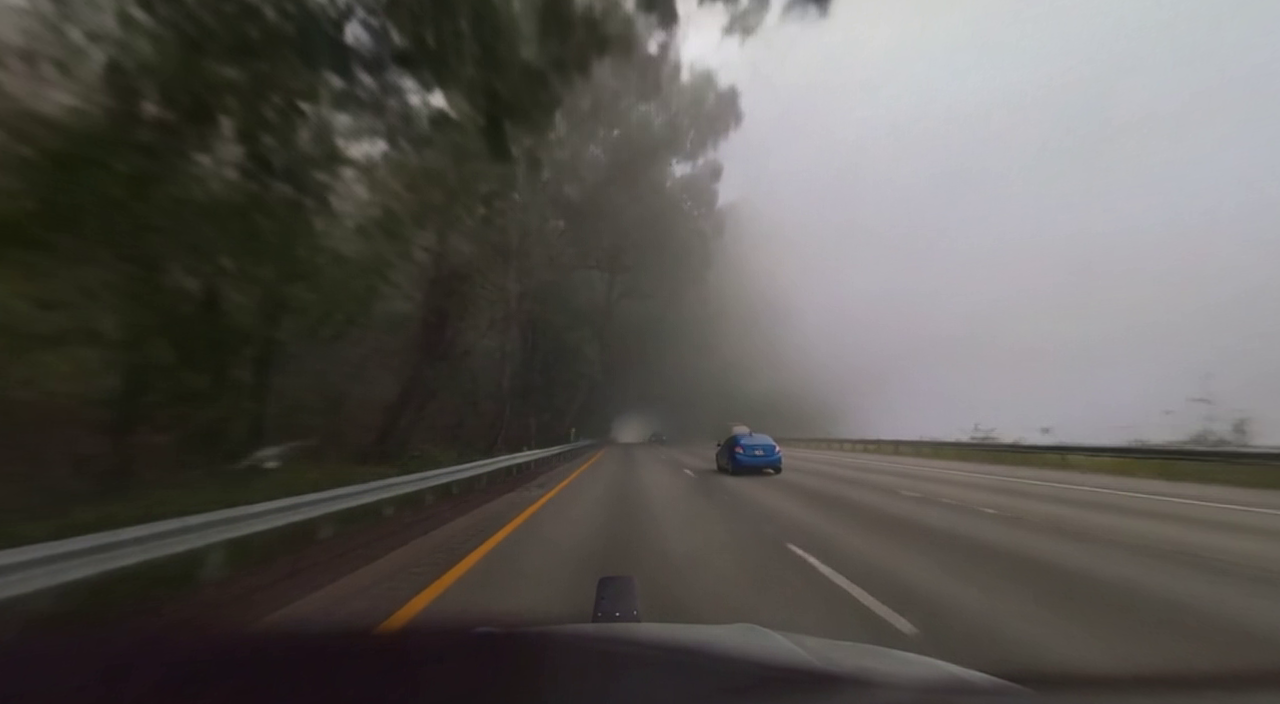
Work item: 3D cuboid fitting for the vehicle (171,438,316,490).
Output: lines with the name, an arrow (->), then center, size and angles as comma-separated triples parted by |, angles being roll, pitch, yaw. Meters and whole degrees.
vehicle -> -13.843, 3.895, 22.457 | 2.019, 1.603, 4.890 | 0, -8, -1

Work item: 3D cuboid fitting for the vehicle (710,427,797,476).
vehicle -> 3.761, 3.386, 21.767 | 2.017, 1.502, 4.369 | 0, -8, -2
